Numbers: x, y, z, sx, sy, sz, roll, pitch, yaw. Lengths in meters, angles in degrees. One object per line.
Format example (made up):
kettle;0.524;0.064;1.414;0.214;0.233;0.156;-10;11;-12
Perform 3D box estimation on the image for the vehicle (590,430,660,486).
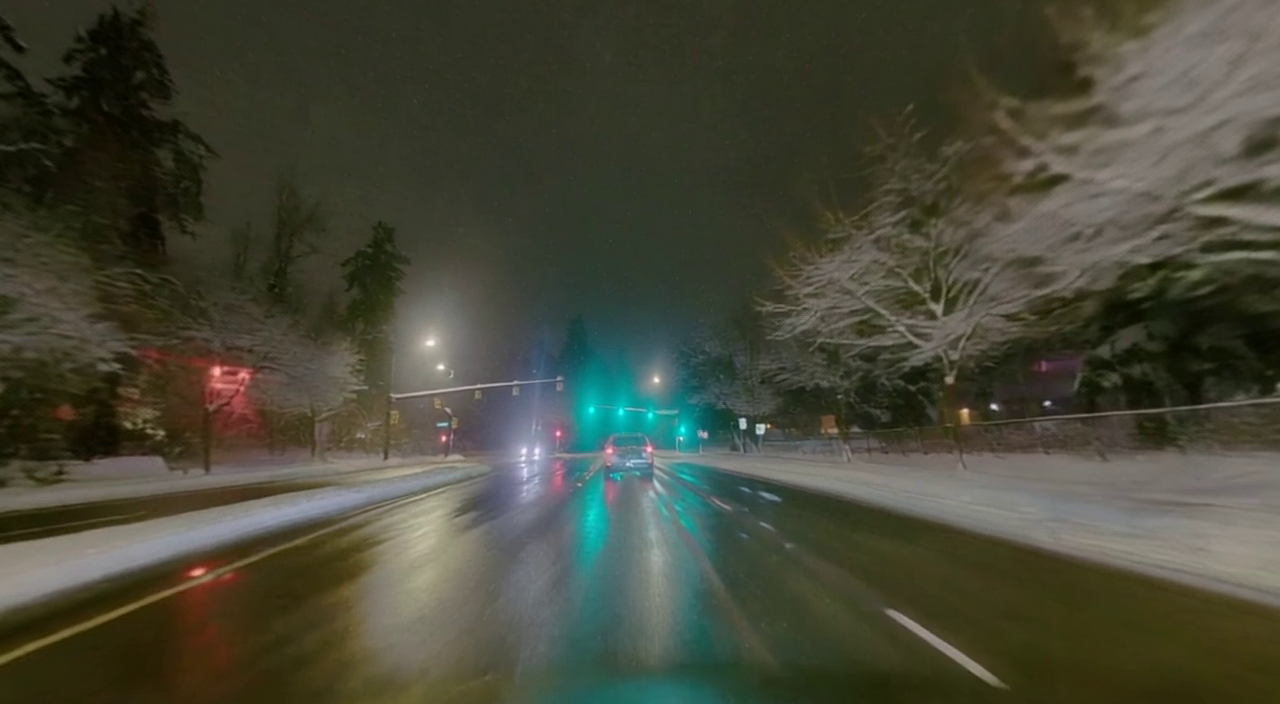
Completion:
vehicle;-0.513;3.648;21.994;2.192;1.734;4.176;0;-9;-1
